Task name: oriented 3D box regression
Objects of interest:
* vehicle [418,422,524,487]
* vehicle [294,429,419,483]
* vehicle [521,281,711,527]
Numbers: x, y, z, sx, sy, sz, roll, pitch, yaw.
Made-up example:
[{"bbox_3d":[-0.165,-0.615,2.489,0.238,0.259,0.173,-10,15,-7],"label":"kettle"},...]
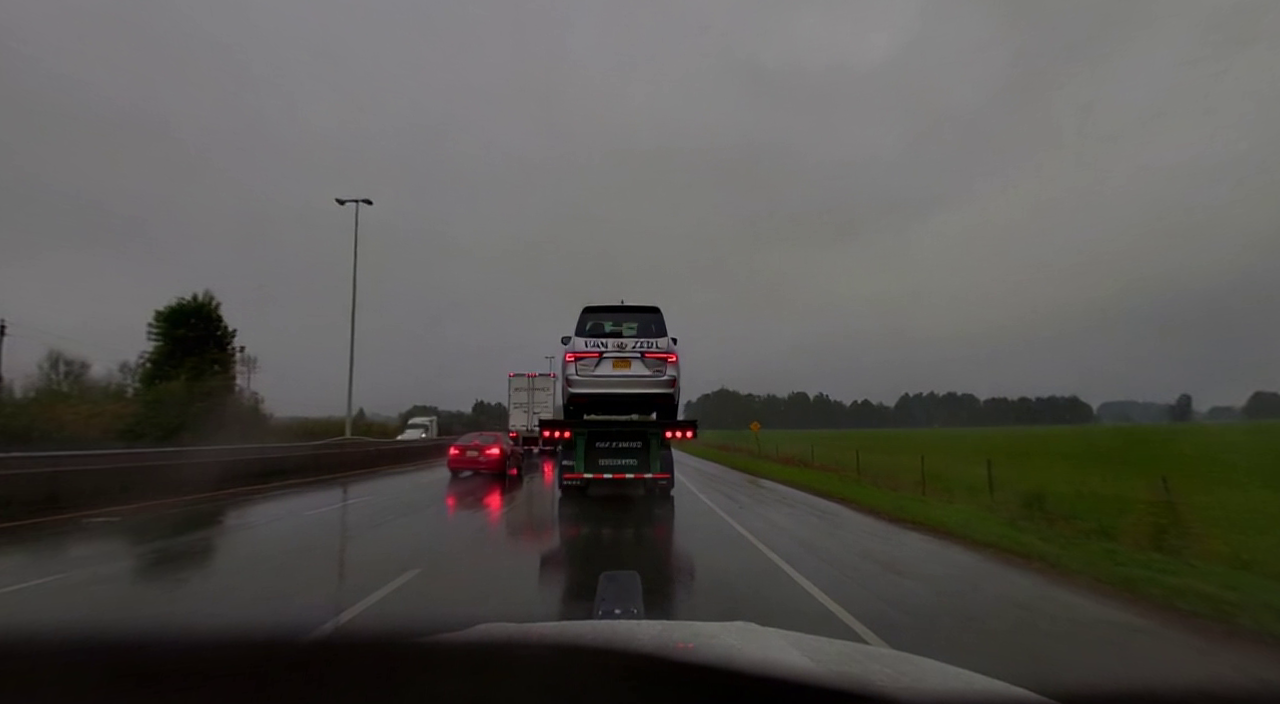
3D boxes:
[{"bbox_3d":[-4.753,2.930,18.455,1.914,1.675,4.331,0,-7,0],"label":"vehicle"},{"bbox_3d":[-8.938,3.294,20.421,1.897,1.524,4.790,0,-7,-1],"label":"vehicle"},{"bbox_3d":[-0.455,1.322,13.916,2.738,3.628,9.223,0,-7,-1],"label":"vehicle"}]
